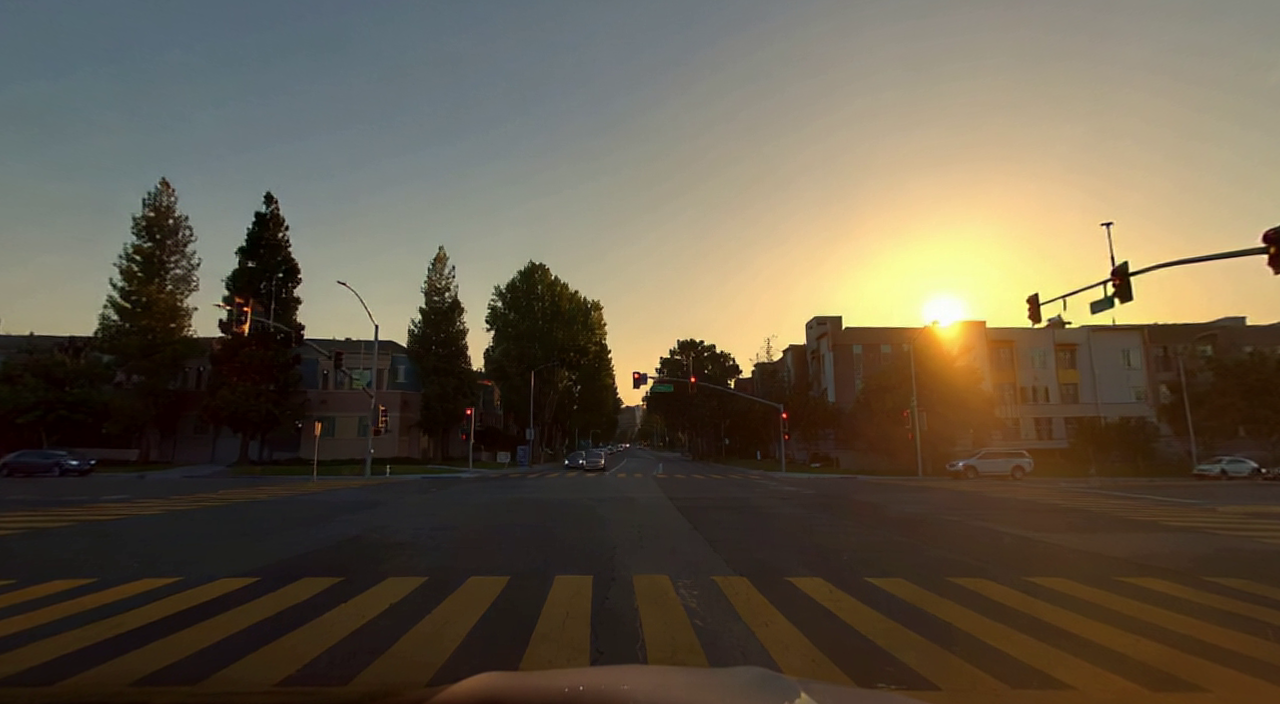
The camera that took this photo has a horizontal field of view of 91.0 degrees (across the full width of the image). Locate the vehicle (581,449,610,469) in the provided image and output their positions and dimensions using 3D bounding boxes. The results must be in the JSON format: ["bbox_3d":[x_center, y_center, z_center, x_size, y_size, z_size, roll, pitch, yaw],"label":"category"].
[{"bbox_3d":[-3.440,8.362,49.227,1.908,1.441,4.142,0,-8,1],"label":"vehicle"}]

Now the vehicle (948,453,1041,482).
[{"bbox_3d":[21.103,6.874,37.585,4.447,1.623,1.801,0,-9,-3],"label":"vehicle"}]

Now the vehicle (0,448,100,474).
[{"bbox_3d":[-35.138,6.419,37.191,4.741,1.447,1.807,0,-9,0],"label":"vehicle"}]

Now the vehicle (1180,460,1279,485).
[{"bbox_3d":[36.224,7.309,38.297,4.976,1.428,1.929,0,-8,-1],"label":"vehicle"}]
